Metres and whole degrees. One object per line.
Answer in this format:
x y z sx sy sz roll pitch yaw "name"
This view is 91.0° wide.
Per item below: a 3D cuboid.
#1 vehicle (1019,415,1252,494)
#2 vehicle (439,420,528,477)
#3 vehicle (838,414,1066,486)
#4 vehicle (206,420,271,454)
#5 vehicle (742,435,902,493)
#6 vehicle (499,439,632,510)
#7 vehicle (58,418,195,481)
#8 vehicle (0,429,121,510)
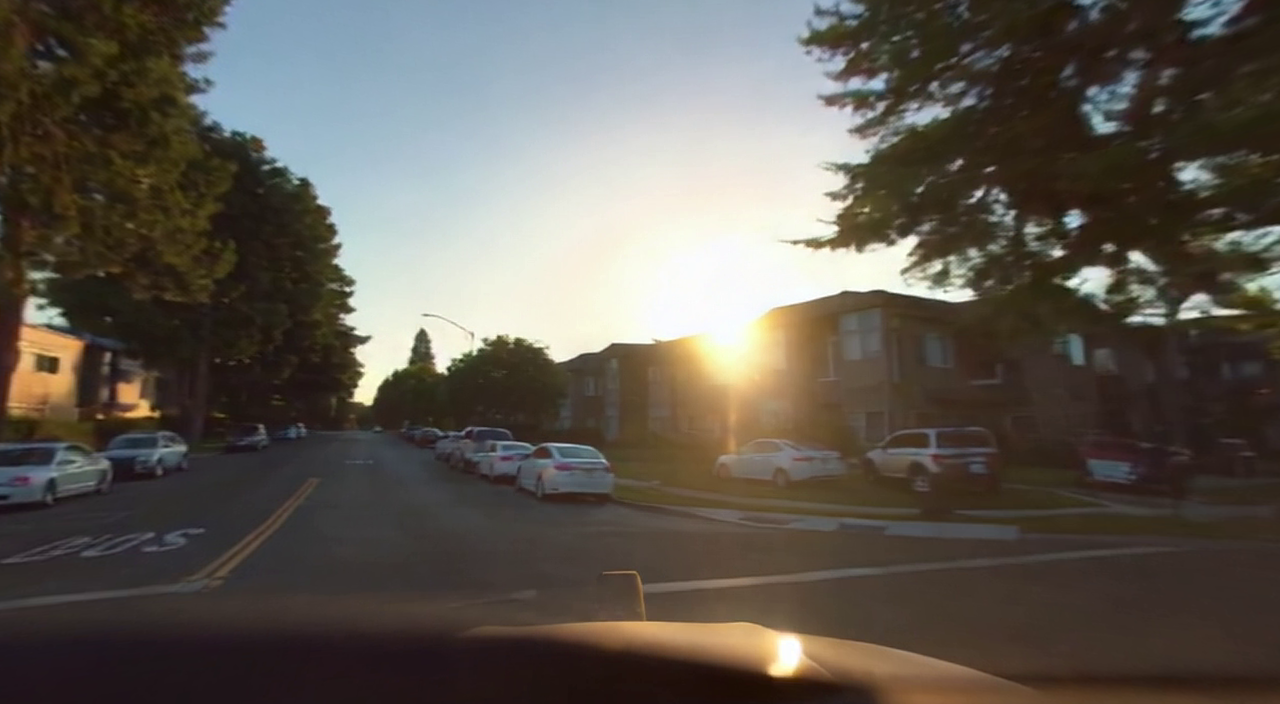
11.085 2.286 14.148 4.413 1.549 1.918 3 -9 -19 "vehicle"
-6.447 3.860 25.290 2.365 1.970 6.011 4 -9 -24 "vehicle"
7.717 2.407 15.522 5.312 1.533 2.104 4 -9 -25 "vehicle"
-24.225 5.212 38.188 2.384 1.781 5.492 1 -9 -23 "vehicle"
5.010 3.041 17.394 3.821 1.417 2.061 4 -10 -26 "vehicle"
-1.978 2.820 15.096 1.977 1.410 4.744 3 -9 -22 "vehicle"
-17.037 3.298 21.265 2.235 1.802 5.138 1 -9 -24 "vehicle"
-13.616 2.558 13.897 2.067 1.510 4.501 2 -9 -23 "vehicle"
